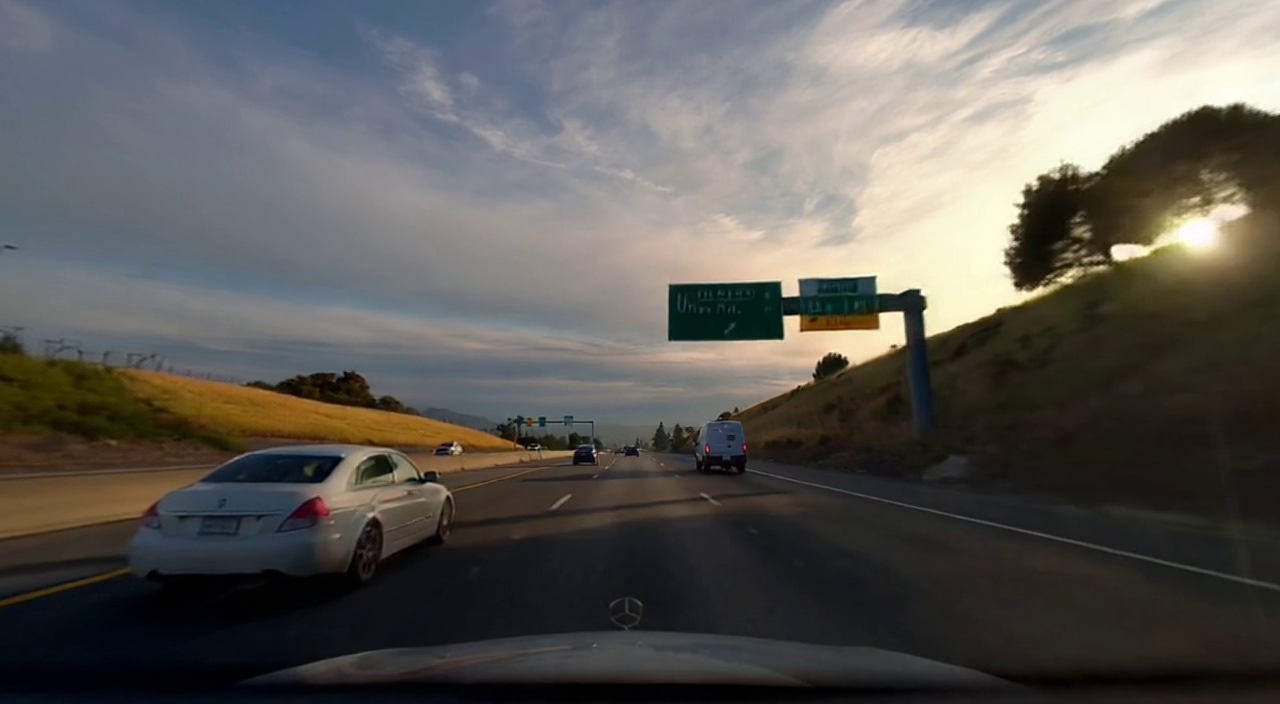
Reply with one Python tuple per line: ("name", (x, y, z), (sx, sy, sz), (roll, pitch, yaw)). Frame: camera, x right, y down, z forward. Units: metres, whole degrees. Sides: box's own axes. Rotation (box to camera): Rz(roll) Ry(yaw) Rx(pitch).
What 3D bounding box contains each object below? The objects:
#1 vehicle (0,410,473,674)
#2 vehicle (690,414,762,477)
("vehicle", (-3.239, 1.482, 6.112), (1.939, 1.513, 4.773), (0, -9, 0))
("vehicle", (3.818, 4.356, 29.277), (2.361, 2.636, 5.684), (0, -9, -1))
